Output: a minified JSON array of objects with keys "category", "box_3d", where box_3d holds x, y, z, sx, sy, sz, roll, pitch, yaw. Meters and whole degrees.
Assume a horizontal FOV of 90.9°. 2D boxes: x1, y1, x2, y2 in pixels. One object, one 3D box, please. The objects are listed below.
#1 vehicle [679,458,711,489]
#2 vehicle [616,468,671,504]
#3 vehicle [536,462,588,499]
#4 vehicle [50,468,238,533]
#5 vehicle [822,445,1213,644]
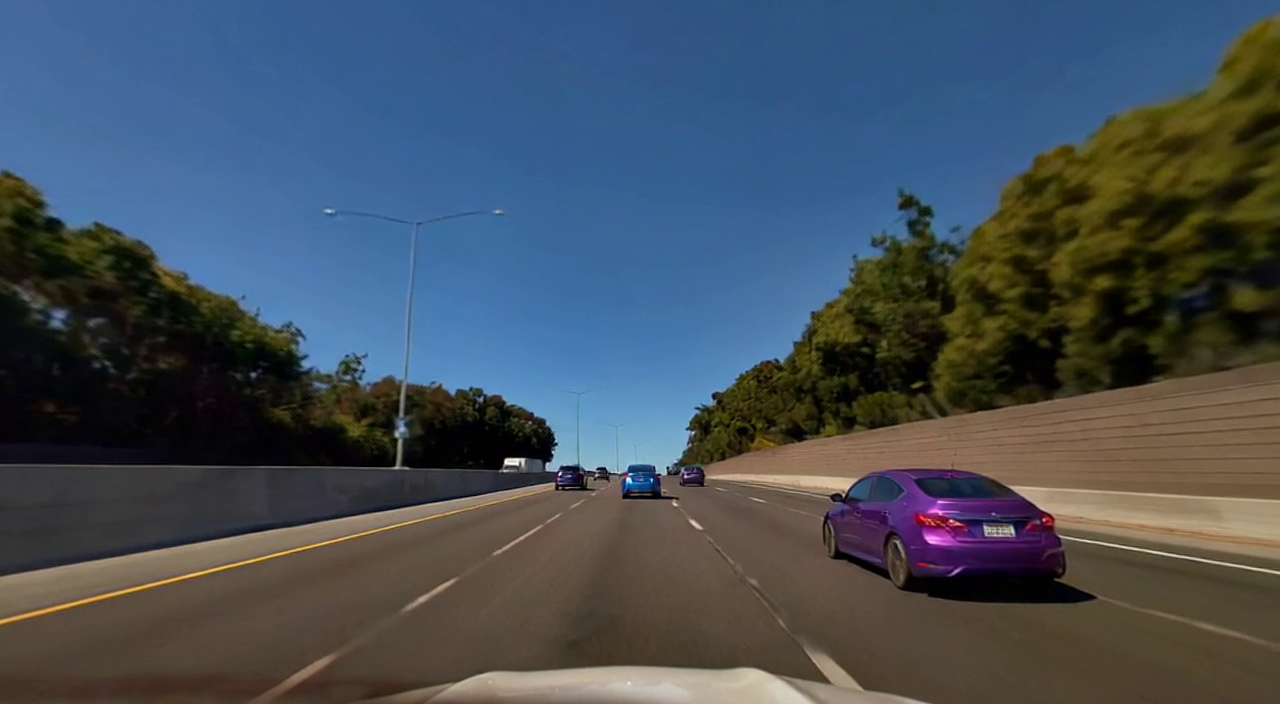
[{"category":"vehicle","box_3d":[4.146,9.195,47.767,2.030,2.172,3.621,1,-10,-1]},{"category":"vehicle","box_3d":[0.152,5.835,27.709,2.241,1.425,3.973,1,-10,0]},{"category":"vehicle","box_3d":[-3.910,6.510,32.179,2.021,1.706,4.247,0,-10,1]},{"category":"vehicle","box_3d":[-12.478,3.722,16.208,1.767,1.415,3.665,1,-10,1]},{"category":"vehicle","box_3d":[3.615,1.910,7.062,1.938,1.561,3.786,1,-10,-1]}]
